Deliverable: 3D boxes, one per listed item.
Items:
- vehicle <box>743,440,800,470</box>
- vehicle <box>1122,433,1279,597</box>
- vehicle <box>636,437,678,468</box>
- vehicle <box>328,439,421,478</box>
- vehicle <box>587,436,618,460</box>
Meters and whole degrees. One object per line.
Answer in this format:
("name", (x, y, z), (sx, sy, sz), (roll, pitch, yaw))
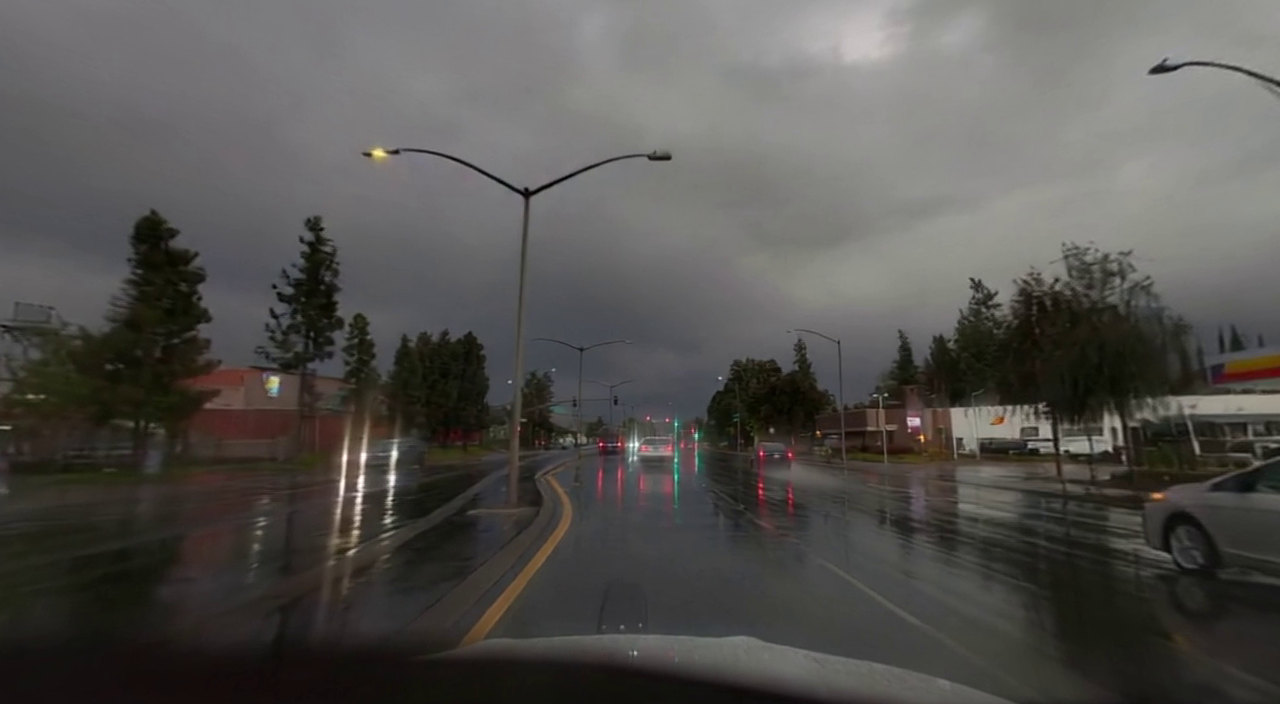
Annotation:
("vehicle", (6.910, 5.442, 33.466), (1.918, 1.484, 4.456), (0, -8, -2))
("vehicle", (6.847, 1.395, 5.112), (1.975, 1.488, 4.798), (0, -8, -1))
("vehicle", (0.817, 5.293, 33.240), (1.971, 1.479, 4.493), (0, -8, -1))
("vehicle", (-11.124, 4.478, 26.679), (1.984, 1.472, 4.487), (0, -8, 0))
("vehicle", (-2.624, 6.767, 44.150), (2.074, 1.575, 4.326), (0, -8, -4))
